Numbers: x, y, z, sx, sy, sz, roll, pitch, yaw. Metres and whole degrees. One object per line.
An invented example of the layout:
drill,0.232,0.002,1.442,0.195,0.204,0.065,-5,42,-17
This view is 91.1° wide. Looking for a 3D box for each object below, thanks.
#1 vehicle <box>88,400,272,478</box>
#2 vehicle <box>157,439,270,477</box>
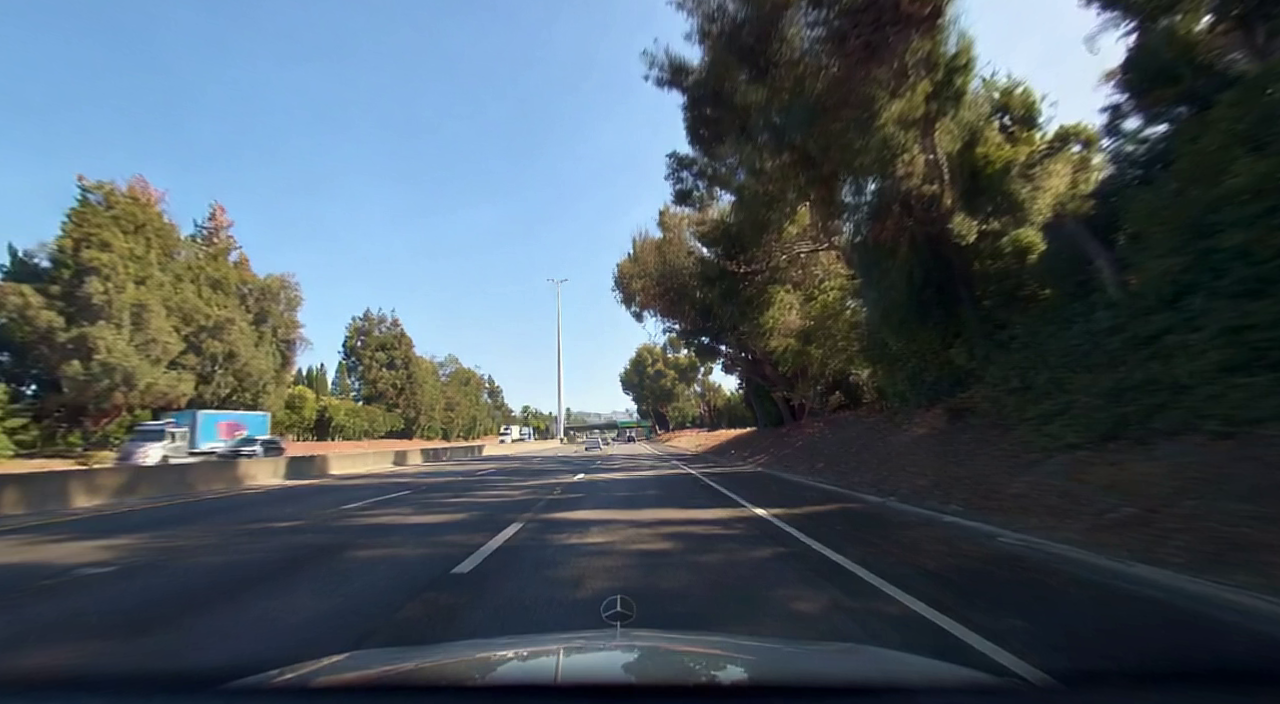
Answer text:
vehicle,-24.518,4.732,34.481,2.981,3.662,9.401,0,-8,0
vehicle,-19.997,4.938,29.767,1.960,1.603,4.842,0,-8,0
